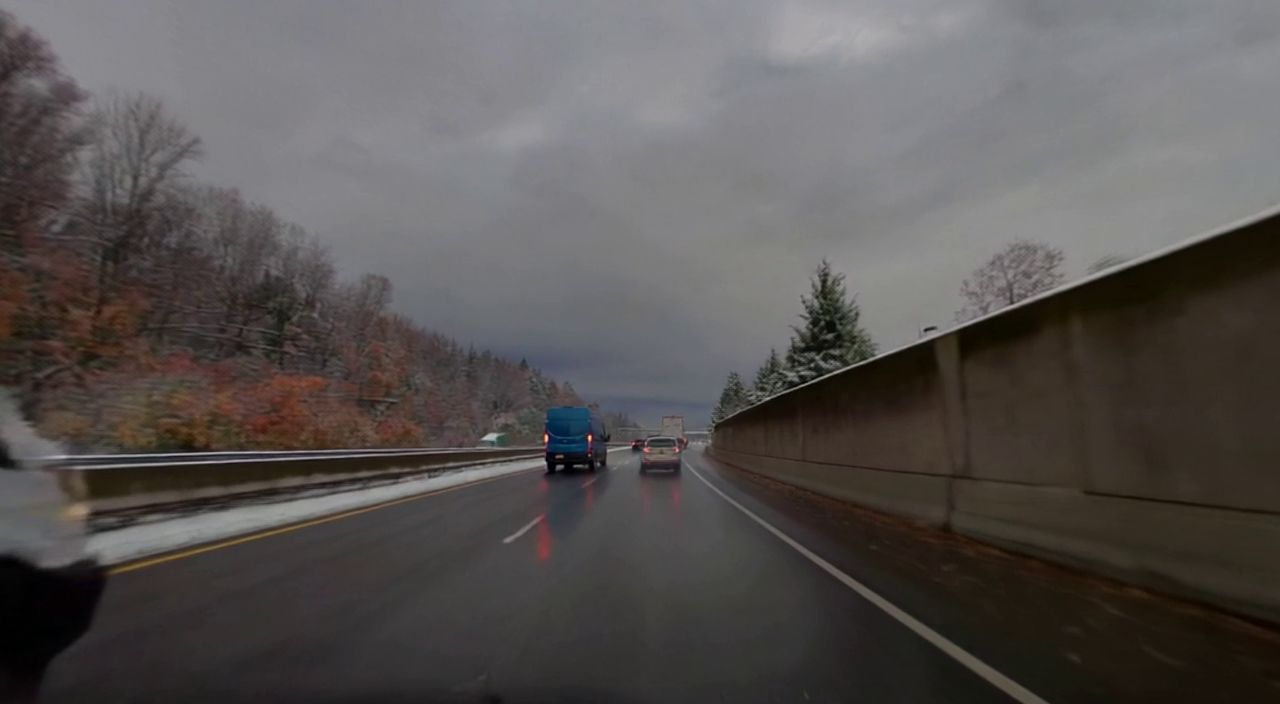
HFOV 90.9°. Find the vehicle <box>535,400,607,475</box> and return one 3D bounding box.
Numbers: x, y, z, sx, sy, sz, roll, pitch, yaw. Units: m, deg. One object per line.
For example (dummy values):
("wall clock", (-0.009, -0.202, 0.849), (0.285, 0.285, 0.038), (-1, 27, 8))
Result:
("vehicle", (-2.688, 3.533, 26.034), (2.334, 2.769, 5.087), (0, -8, 0))

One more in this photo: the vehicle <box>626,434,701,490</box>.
("vehicle", (0.681, 3.296, 19.229), (2.071, 1.487, 3.948), (0, -8, 1))
